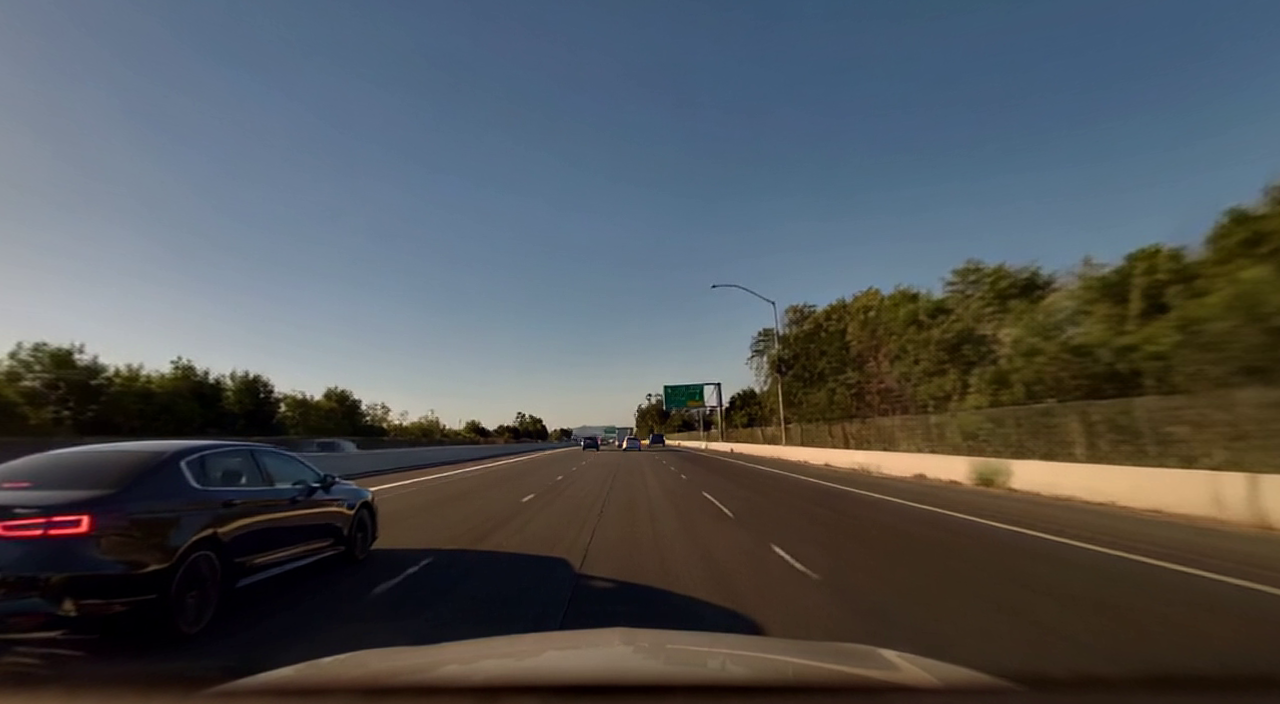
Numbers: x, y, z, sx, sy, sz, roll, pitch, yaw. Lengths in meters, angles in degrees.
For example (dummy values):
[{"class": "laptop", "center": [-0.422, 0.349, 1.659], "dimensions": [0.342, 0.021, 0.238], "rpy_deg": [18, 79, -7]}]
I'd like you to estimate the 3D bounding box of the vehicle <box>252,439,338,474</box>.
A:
[{"class": "vehicle", "center": [-17.033, 5.143, 31.341], "dimensions": [1.892, 1.581, 4.322], "rpy_deg": [0, -8, -1]}]
